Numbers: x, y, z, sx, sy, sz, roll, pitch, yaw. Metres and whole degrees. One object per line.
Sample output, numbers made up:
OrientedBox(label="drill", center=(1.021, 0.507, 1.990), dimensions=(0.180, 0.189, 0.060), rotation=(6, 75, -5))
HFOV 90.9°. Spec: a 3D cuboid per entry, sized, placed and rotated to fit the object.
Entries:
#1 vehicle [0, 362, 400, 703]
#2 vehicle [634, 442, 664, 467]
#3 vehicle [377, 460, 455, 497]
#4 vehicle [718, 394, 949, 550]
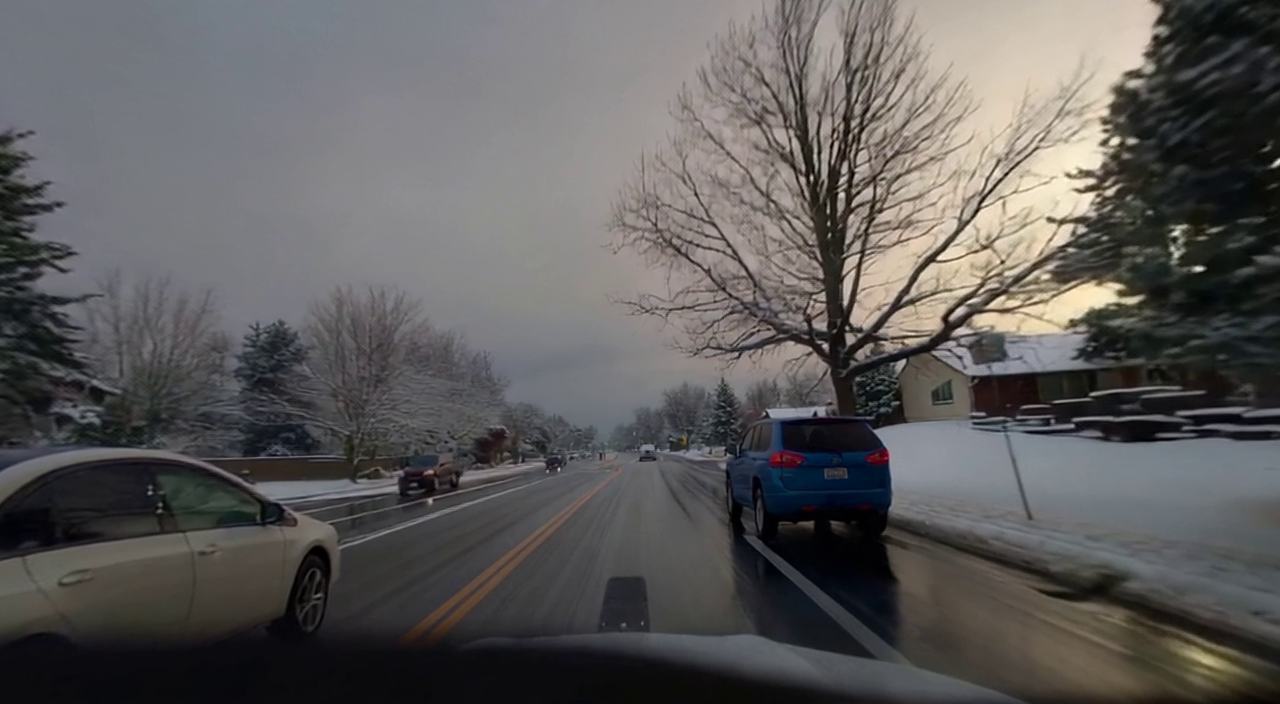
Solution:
OrientedBox(label="vehicle", center=(-3.204, 1.048, 3.274), dimensions=(2.058, 1.659, 4.514), rotation=(0, -9, 1))
OrientedBox(label="vehicle", center=(0.628, 7.649, 47.229), dimensions=(2.138, 1.729, 4.178), rotation=(0, -9, 0))
OrientedBox(label="vehicle", center=(-10.364, 5.867, 29.565), dimensions=(1.893, 1.441, 4.604), rotation=(-1, -9, 2))
OrientedBox(label="vehicle", center=(2.939, 2.033, 11.331), dimensions=(2.338, 2.063, 5.592), rotation=(0, -9, 0))
